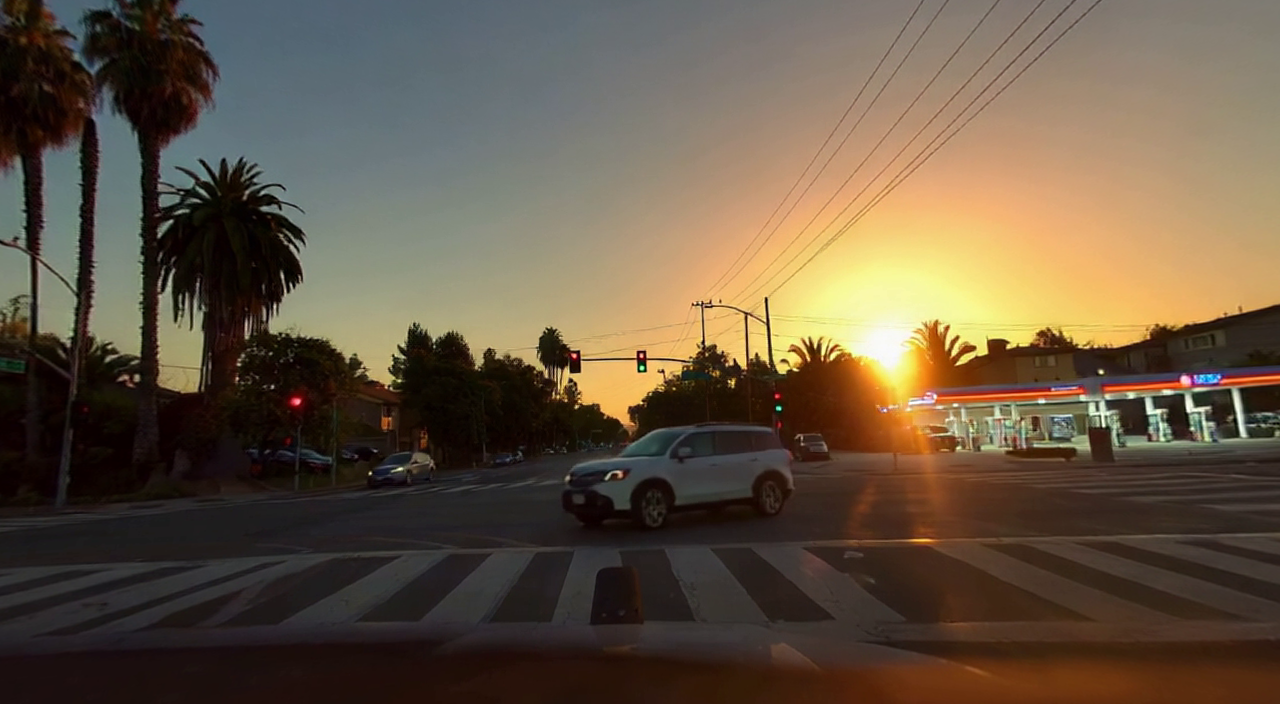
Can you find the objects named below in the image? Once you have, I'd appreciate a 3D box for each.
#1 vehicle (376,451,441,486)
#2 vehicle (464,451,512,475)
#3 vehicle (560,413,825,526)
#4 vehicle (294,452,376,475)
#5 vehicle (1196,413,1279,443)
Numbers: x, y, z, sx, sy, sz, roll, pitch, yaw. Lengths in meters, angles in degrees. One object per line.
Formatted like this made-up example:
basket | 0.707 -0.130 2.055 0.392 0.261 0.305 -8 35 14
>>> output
vehicle | -13.054 6.552 35.956 2.009 1.777 4.559 0 -9 -1
vehicle | -9.891 7.253 41.394 2.085 1.451 4.311 0 -9 0
vehicle | 1.159 2.237 12.561 5.086 1.817 1.952 5 -10 -34
vehicle | -20.948 7.679 43.518 4.672 1.469 1.816 -1 -9 -2
vehicle | 38.299 4.793 39.973 4.488 1.447 1.765 -5 -8 -1
